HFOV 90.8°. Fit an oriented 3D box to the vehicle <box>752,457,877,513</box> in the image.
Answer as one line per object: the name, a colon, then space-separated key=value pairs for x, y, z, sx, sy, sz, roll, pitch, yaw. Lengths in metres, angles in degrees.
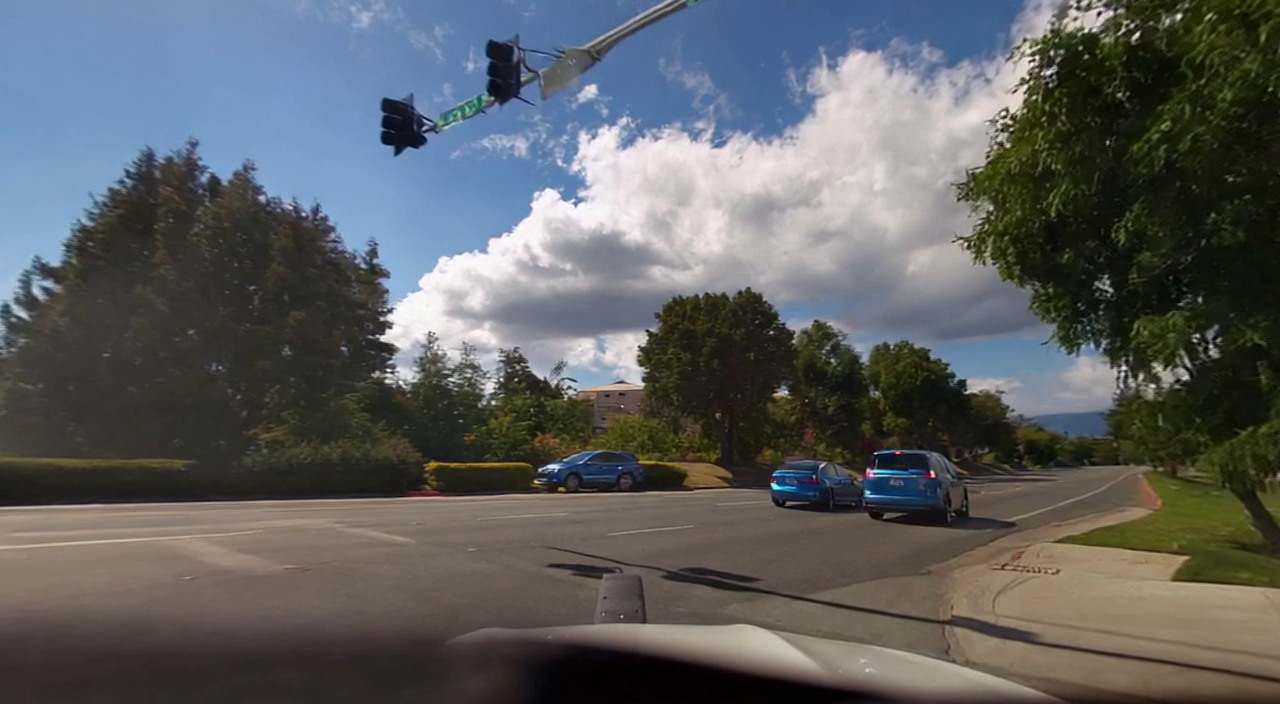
vehicle: x=5.981 y=4.384 z=21.370 sx=2.123 sy=1.592 sz=4.505 roll=-8 pitch=-12 yaw=43

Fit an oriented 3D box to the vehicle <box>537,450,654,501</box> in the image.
vehicle: x=-1.716 y=4.934 z=25.680 sx=1.973 sy=1.826 sz=4.538 roll=-8 pitch=-12 yaw=43

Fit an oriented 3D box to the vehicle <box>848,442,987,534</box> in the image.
vehicle: x=6.792 y=3.111 z=15.212 sx=2.125 sy=1.830 sz=4.370 roll=-6 pitch=-10 yaw=35

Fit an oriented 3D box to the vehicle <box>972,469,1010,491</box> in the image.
vehicle: x=27.095 y=9.829 z=48.661 sx=1.822 sy=1.491 sz=4.237 roll=-7 pitch=-11 yaw=37

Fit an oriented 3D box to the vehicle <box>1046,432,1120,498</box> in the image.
vehicle: x=32.315 y=8.044 z=45.848 sx=2.945 sy=4.155 sz=10.649 roll=-7 pitch=-11 yaw=40
